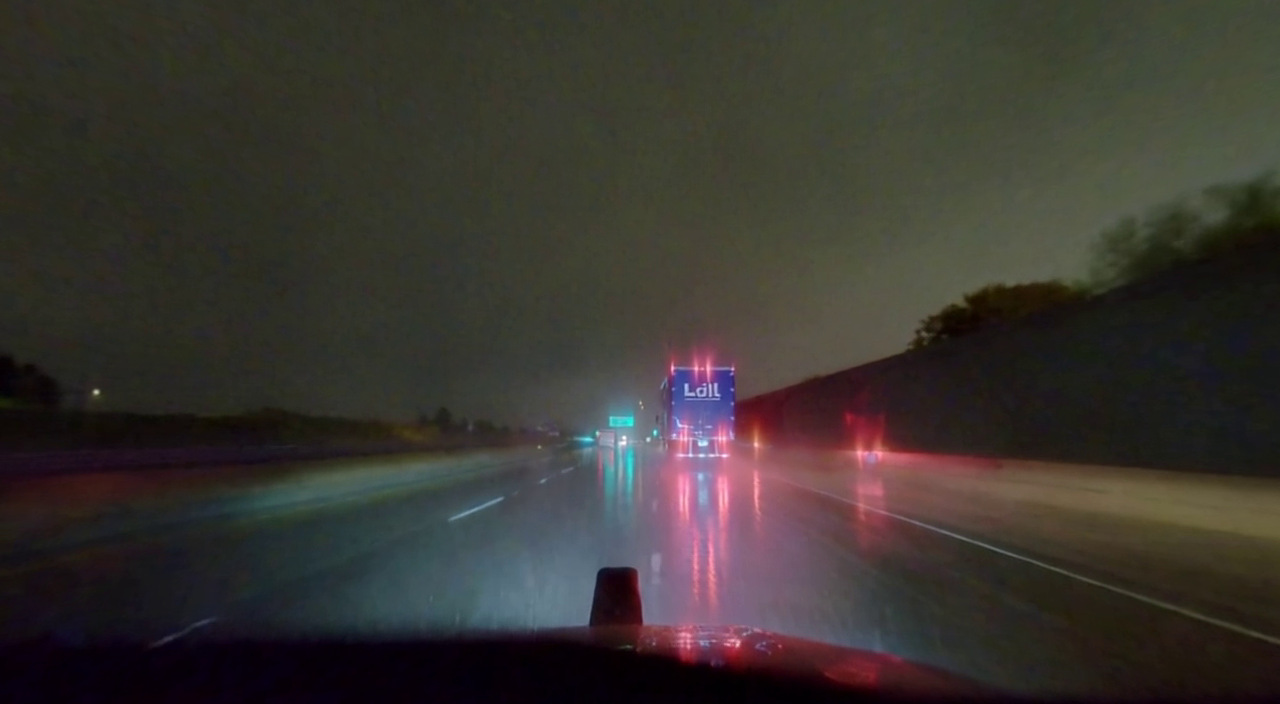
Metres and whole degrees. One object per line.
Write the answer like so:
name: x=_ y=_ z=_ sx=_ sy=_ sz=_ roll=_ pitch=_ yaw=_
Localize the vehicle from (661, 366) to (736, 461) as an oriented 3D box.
vehicle: x=2.842 y=3.714 z=35.268 sx=3.034 sy=4.194 sz=14.704 roll=0 pitch=-8 yaw=1
